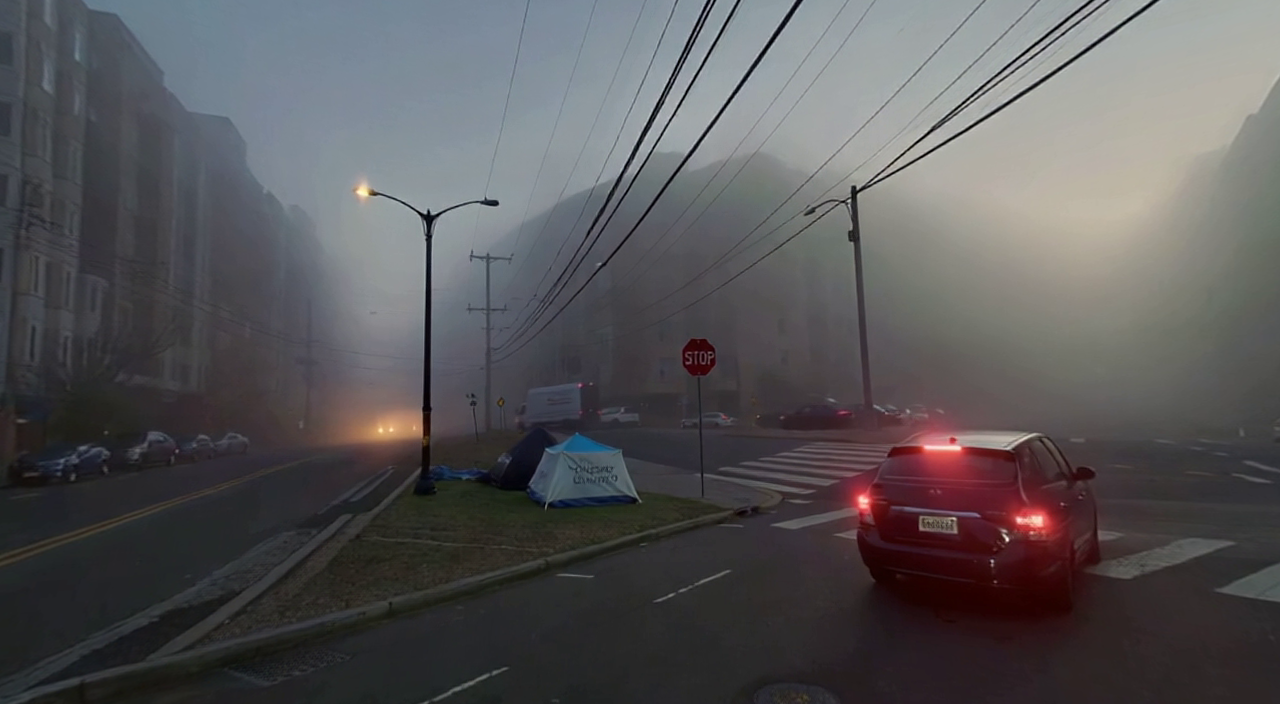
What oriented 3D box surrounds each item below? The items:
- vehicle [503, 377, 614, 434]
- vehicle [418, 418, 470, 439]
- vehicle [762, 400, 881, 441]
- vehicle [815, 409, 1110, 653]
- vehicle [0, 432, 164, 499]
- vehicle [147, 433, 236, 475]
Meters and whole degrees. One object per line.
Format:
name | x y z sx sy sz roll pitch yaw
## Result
vehicle | -5.085 3.372 38.385 7.172 3.075 2.584 -7 -10 41
vehicle | -15.330 6.012 49.349 2.089 1.506 4.641 7 -11 -41
vehicle | 7.490 2.930 26.406 4.363 1.511 1.838 -8 -11 42
vehicle | 3.467 1.559 6.661 1.945 1.647 4.160 -6 -10 32
vehicle | -17.179 3.475 19.839 2.054 1.800 5.212 3 -9 -20
vehicle | -20.969 4.779 29.819 2.033 1.755 5.461 3 -9 -20
